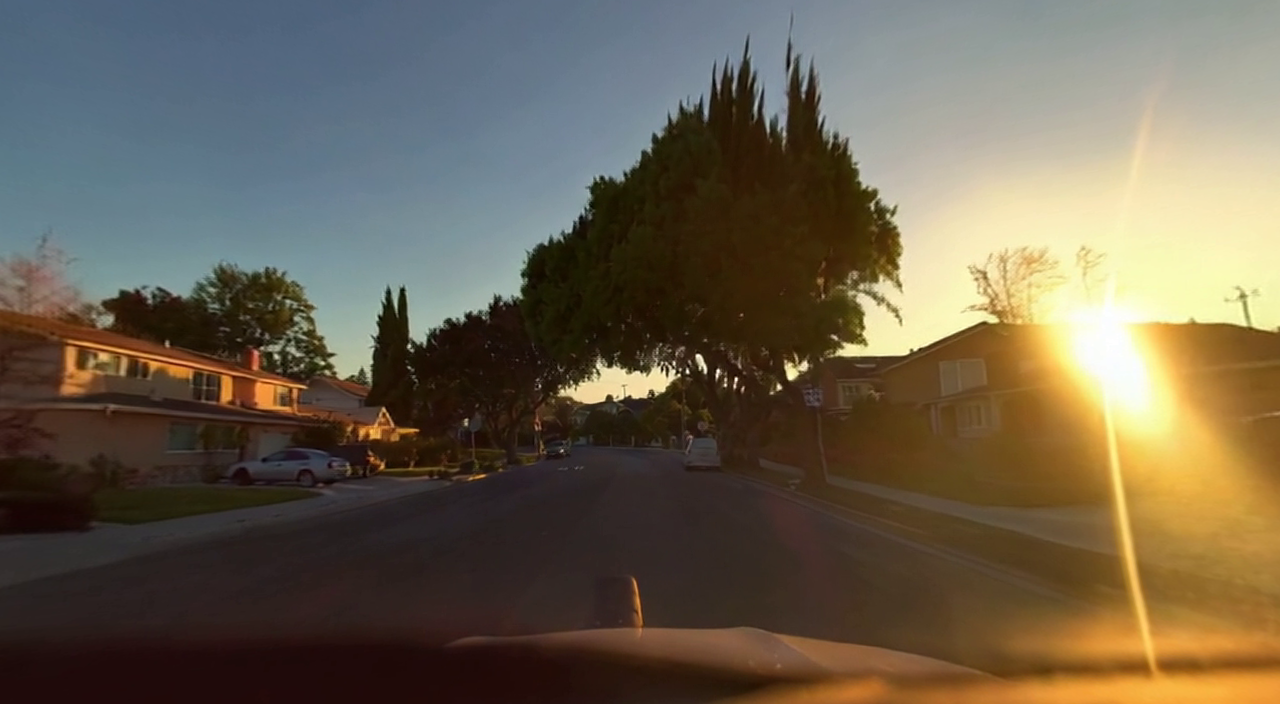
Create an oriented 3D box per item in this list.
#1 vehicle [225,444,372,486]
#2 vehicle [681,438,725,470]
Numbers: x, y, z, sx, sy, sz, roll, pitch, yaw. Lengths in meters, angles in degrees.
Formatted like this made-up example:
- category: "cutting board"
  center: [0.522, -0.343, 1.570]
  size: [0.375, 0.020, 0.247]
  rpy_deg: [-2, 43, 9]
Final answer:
- category: "vehicle"
  center: [-13.279, 4.407, 24.842]
  size: [4.572, 1.522, 1.999]
  rpy_deg: [0, -9, -3]
- category: "vehicle"
  center: [3.249, 5.342, 33.178]
  size: [1.975, 1.528, 4.000]
  rpy_deg: [0, -9, 1]
